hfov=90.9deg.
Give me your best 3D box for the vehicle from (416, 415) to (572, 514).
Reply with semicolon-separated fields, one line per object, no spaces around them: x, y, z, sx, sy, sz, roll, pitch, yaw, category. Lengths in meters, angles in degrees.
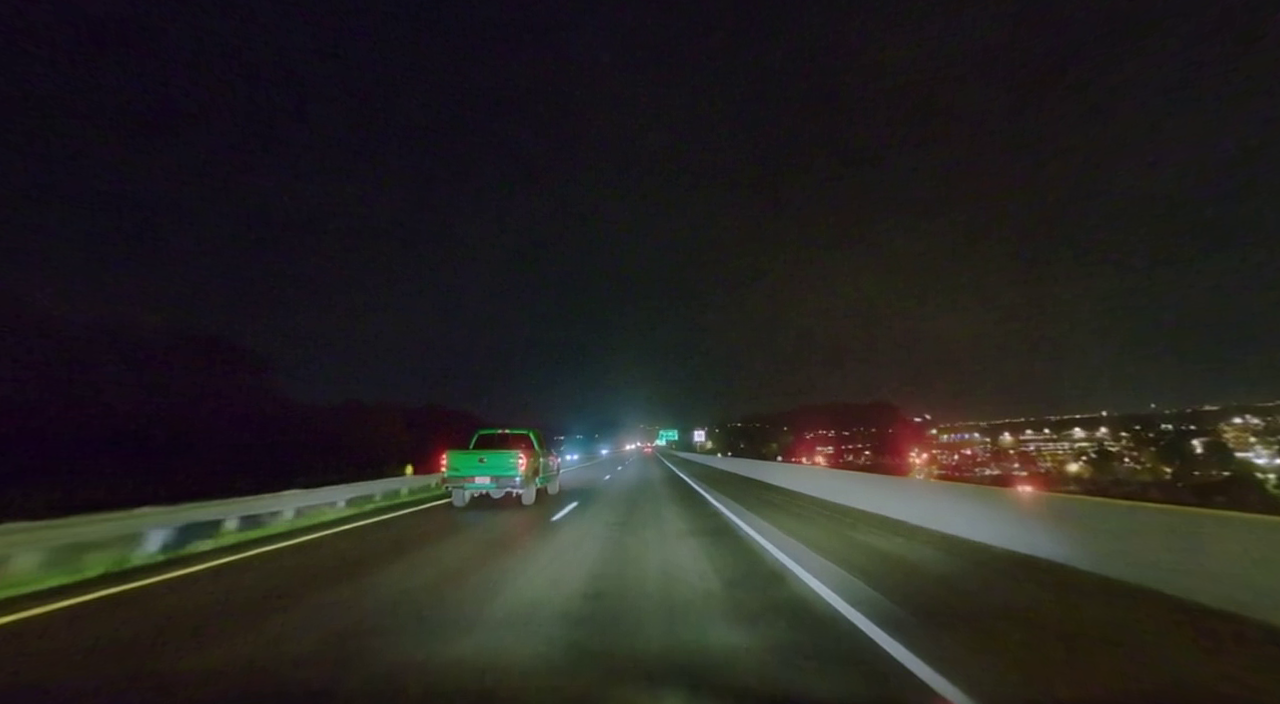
-3.213;2.654;15.419;2.350;1.932;5.562;-1;-8;2;vehicle
